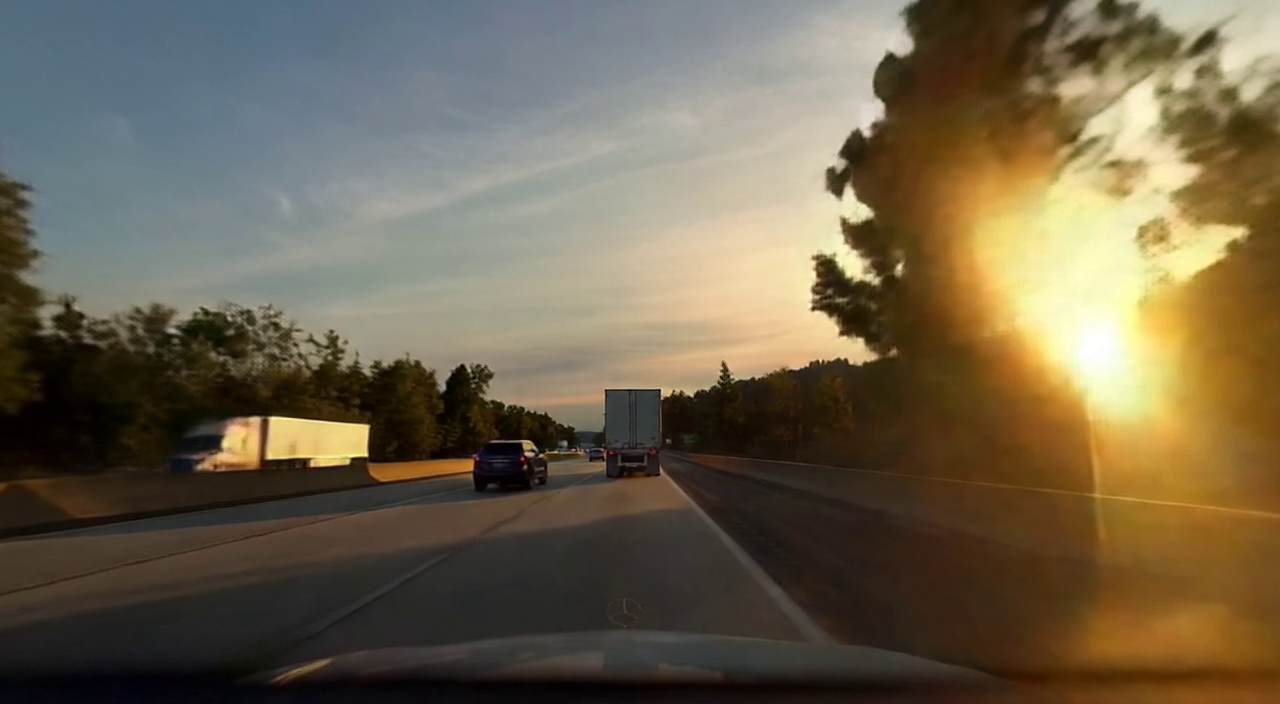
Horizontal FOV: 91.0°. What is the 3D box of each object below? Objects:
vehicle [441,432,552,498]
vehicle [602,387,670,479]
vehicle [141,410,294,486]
[{"bbox_3d":[-4.347,3.522,20.043,2.285,1.833,4.984,0,-9,1],"label":"vehicle"},{"bbox_3d":[-0.205,4.487,34.145,3.052,4.132,11.336,0,-9,0],"label":"vehicle"},{"bbox_3d":[-26.062,6.028,39.690,3.156,4.214,9.008,0,-9,1],"label":"vehicle"}]
